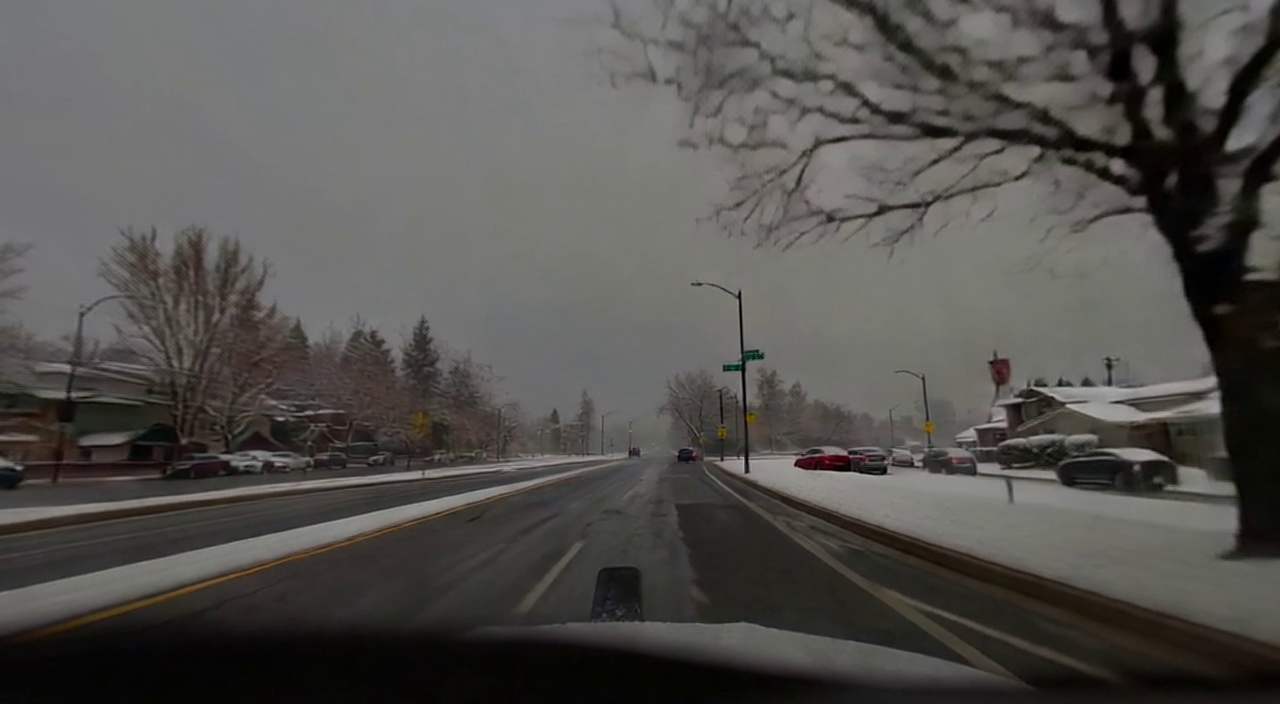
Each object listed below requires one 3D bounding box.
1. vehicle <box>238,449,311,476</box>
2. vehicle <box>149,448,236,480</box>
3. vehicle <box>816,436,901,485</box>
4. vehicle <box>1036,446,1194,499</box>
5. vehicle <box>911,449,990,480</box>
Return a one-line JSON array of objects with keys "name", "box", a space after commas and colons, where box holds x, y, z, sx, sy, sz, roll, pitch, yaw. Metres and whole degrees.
[{"name": "vehicle", "box": [-27.067, 8.145, 46.972, 2.076, 1.815, 4.985, 0, -9, 5]}, {"name": "vehicle", "box": [-27.669, 7.032, 39.266, 1.983, 1.691, 4.336, -3, -13, 3]}, {"name": "vehicle", "box": [9.413, 4.843, 27.700, 1.923, 1.741, 4.683, -3, -13, -1]}, {"name": "vehicle", "box": [15.935, 4.025, 21.583, 1.940, 1.556, 4.542, 1, -9, 1]}, {"name": "vehicle", "box": [16.500, 5.962, 33.859, 1.969, 1.465, 4.930, 0, -9, 3]}]
